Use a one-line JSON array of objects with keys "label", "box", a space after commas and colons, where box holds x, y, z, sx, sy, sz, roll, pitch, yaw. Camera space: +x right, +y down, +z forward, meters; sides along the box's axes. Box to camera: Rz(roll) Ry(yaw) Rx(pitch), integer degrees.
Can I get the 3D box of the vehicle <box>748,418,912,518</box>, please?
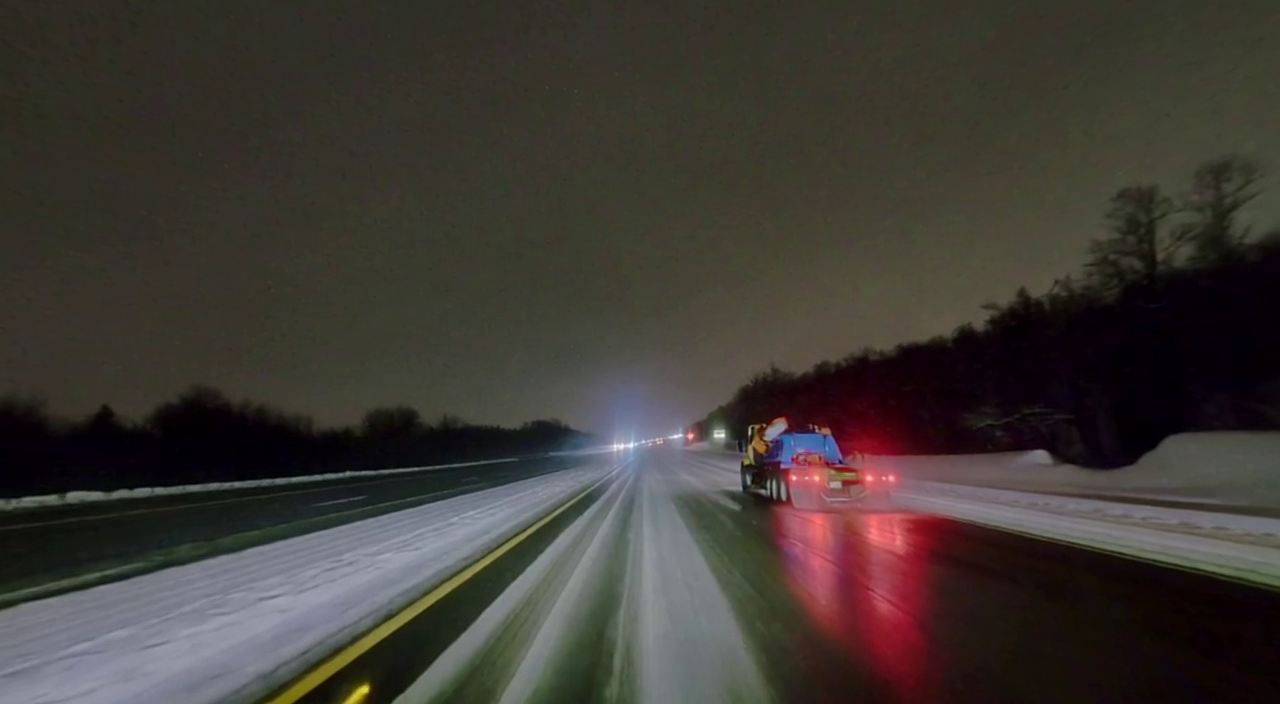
[{"label": "vehicle", "box": [4.317, 2.765, 15.490, 2.309, 2.003, 5.139, 0, -9, -1]}]
